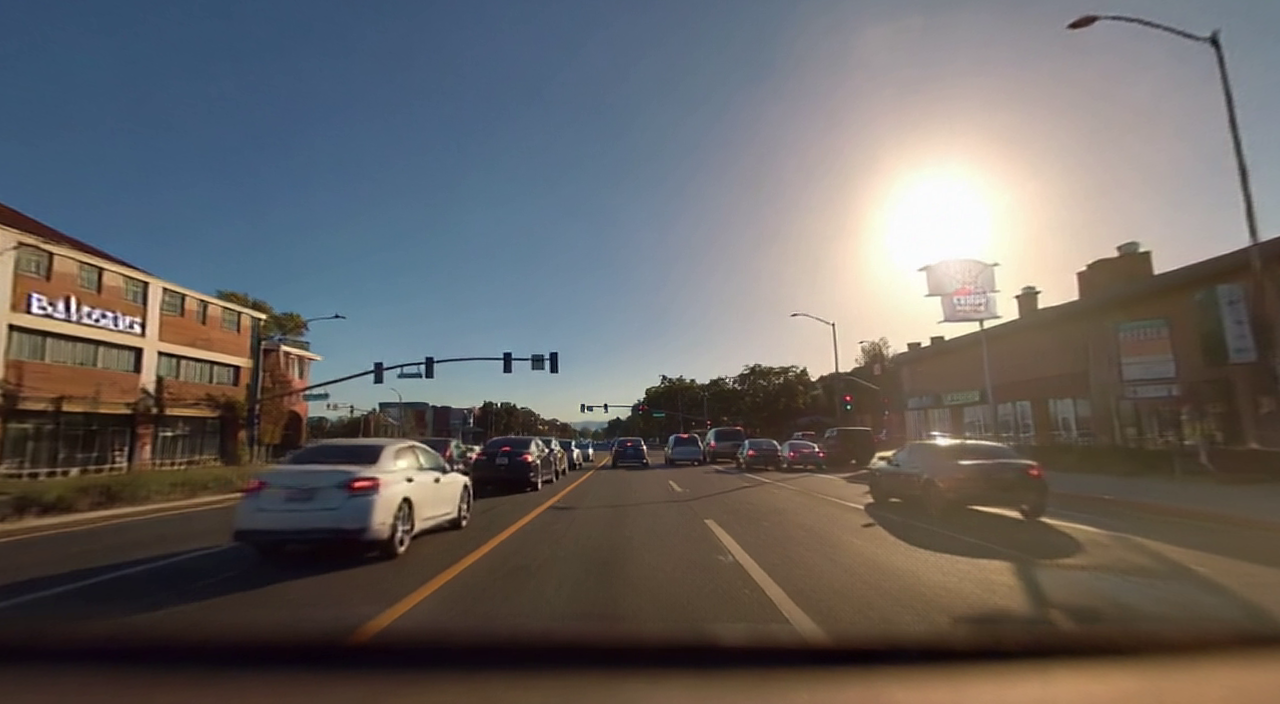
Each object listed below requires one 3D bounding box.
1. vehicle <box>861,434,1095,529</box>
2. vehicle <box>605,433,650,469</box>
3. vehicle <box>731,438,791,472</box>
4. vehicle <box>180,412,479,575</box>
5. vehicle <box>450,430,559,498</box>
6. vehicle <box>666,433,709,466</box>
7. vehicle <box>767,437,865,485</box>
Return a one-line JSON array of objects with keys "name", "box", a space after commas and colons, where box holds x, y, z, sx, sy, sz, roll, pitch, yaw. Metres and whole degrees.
[{"name": "vehicle", "box": [6.070, 2.358, 12.154, 2.017, 1.453, 4.497, 0, -8, 0]}, {"name": "vehicle", "box": [-0.646, 5.262, 33.659, 2.261, 1.741, 4.255, 0, -8, -1]}, {"name": "vehicle", "box": [5.832, 5.009, 30.995, 1.884, 1.522, 4.557, 0, -8, -2]}, {"name": "vehicle", "box": [-3.651, 1.725, 8.423, 1.934, 1.624, 3.964, 0, -8, 0]}, {"name": "vehicle", "box": [-3.561, 3.031, 17.492, 2.063, 1.625, 4.290, 0, -8, 0]}, {"name": "vehicle", "box": [2.679, 5.622, 36.617, 2.018, 1.779, 4.338, 0, -8, -2]}, {"name": "vehicle", "box": [5.972, 3.744, 22.054, 1.969, 1.502, 4.663, 0, -8, -1]}]
